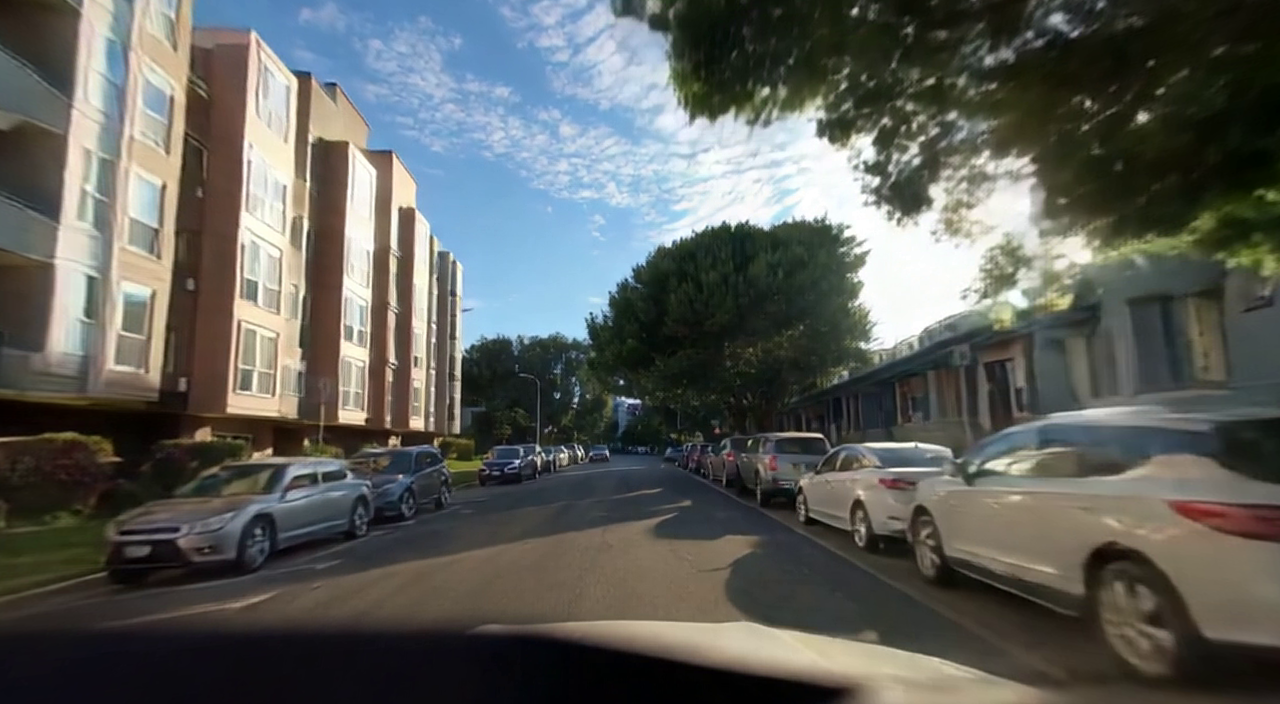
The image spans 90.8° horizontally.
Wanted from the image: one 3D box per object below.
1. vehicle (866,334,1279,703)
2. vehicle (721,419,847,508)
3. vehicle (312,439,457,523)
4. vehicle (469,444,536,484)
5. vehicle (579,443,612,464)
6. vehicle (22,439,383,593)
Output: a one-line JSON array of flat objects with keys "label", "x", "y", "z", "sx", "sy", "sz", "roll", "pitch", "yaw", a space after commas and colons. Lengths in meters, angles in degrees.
[{"label": "vehicle", "x": 3.551, "y": 1.114, "z": 4.506, "sx": 1.912, "sy": 1.781, "sz": 5.159, "roll": 0, "pitch": -9, "yaw": 0}, {"label": "vehicle", "x": 3.301, "y": 2.684, "z": 15.608, "sx": 1.835, "sy": 1.809, "sz": 4.997, "roll": 0, "pitch": -9, "yaw": -1}, {"label": "vehicle", "x": -5.201, "y": 2.638, "z": 13.403, "sx": 1.628, "sy": 1.504, "sz": 3.500, "roll": 0, "pitch": -9, "yaw": -1}, {"label": "vehicle", "x": -5.517, "y": 4.516, "z": 25.889, "sx": 1.647, "sy": 1.481, "sz": 4.433, "roll": 0, "pitch": -9, "yaw": 1}, {"label": "vehicle", "x": -3.296, "y": 7.624, "z": 47.532, "sx": 1.939, "sy": 1.504, "sz": 4.121, "roll": -1, "pitch": -9, "yaw": 3}, {"label": "vehicle", "x": -5.269, "y": 1.969, "z": 8.584, "sx": 1.711, "sy": 1.500, "sz": 4.510, "roll": 0, "pitch": -9, "yaw": -1}]
